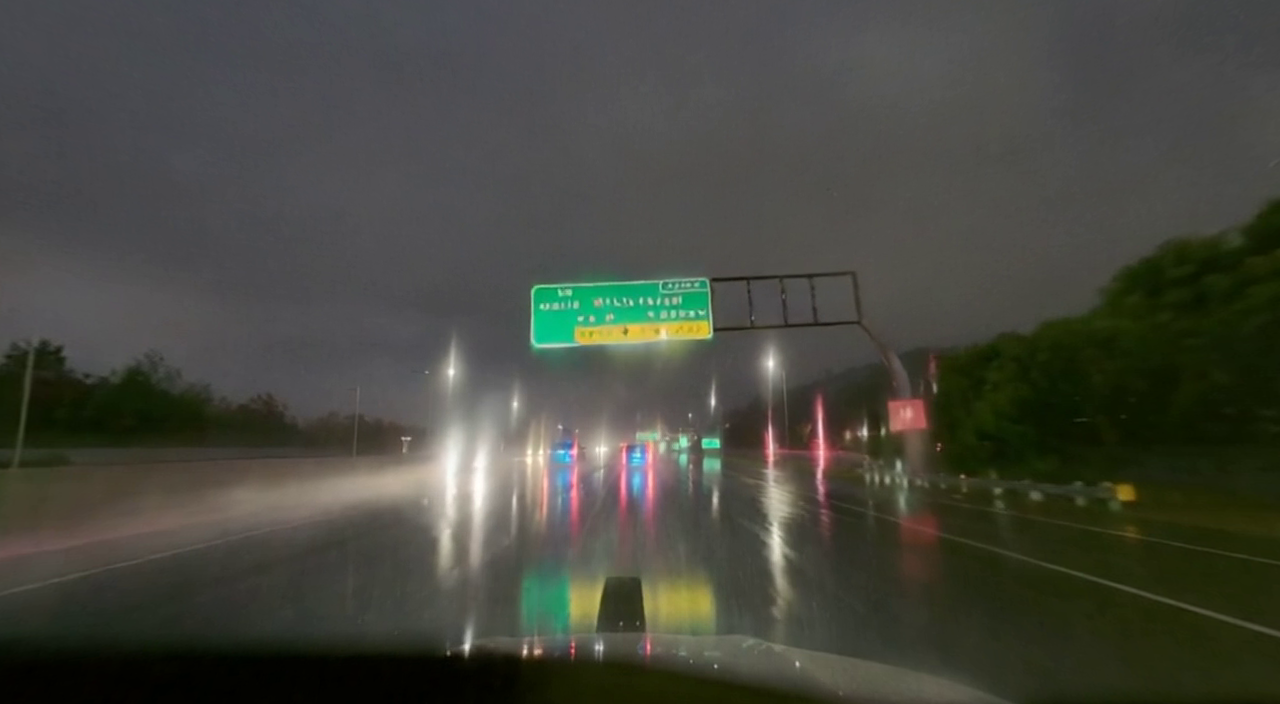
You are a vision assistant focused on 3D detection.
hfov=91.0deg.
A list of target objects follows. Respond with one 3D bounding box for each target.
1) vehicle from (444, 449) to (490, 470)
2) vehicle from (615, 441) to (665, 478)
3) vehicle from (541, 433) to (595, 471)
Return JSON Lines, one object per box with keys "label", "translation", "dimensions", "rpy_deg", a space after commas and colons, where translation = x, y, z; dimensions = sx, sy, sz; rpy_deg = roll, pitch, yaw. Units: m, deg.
{"label": "vehicle", "translation": [-13.272, 8.275, 48.584], "dimensions": [2.059, 1.512, 4.244], "rpy_deg": [0, -9, 3]}
{"label": "vehicle", "translation": [0.019, 4.828, 28.569], "dimensions": [2.086, 1.548, 4.325], "rpy_deg": [0, -9, 0]}
{"label": "vehicle", "translation": [-3.757, 5.387, 33.946], "dimensions": [2.264, 1.901, 4.647], "rpy_deg": [0, -9, 1]}
